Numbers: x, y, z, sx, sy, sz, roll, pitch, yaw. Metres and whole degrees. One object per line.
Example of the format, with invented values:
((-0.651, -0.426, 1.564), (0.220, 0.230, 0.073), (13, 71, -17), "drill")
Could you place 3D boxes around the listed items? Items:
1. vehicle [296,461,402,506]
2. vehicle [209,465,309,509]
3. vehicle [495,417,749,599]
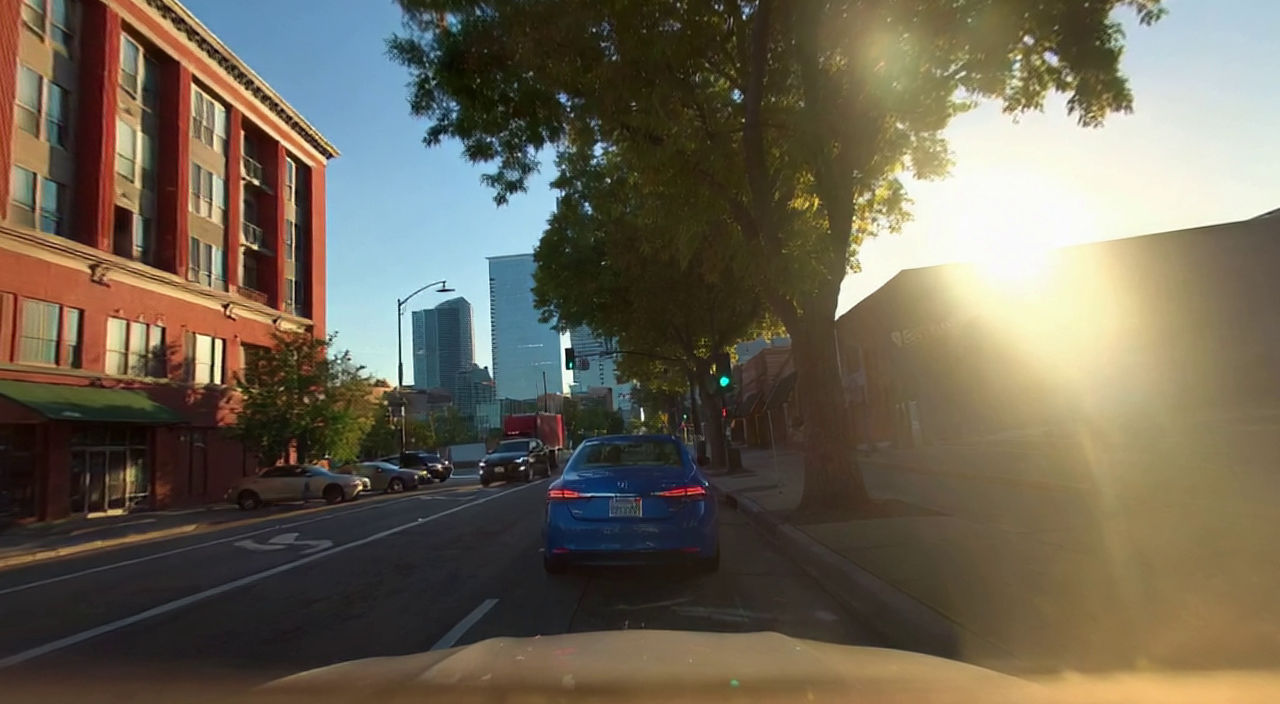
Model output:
((-11.226, 5.077, 24.724), (2.010, 1.483, 4.324), (0, -8, 1), "vehicle")
((-17.441, 6.155, 28.917), (3.516, 1.383, 1.704), (-10, -10, 1), "vehicle")
((-0.065, 1.577, 7.228), (2.094, 1.478, 3.922), (-1, -8, 3), "vehicle")
